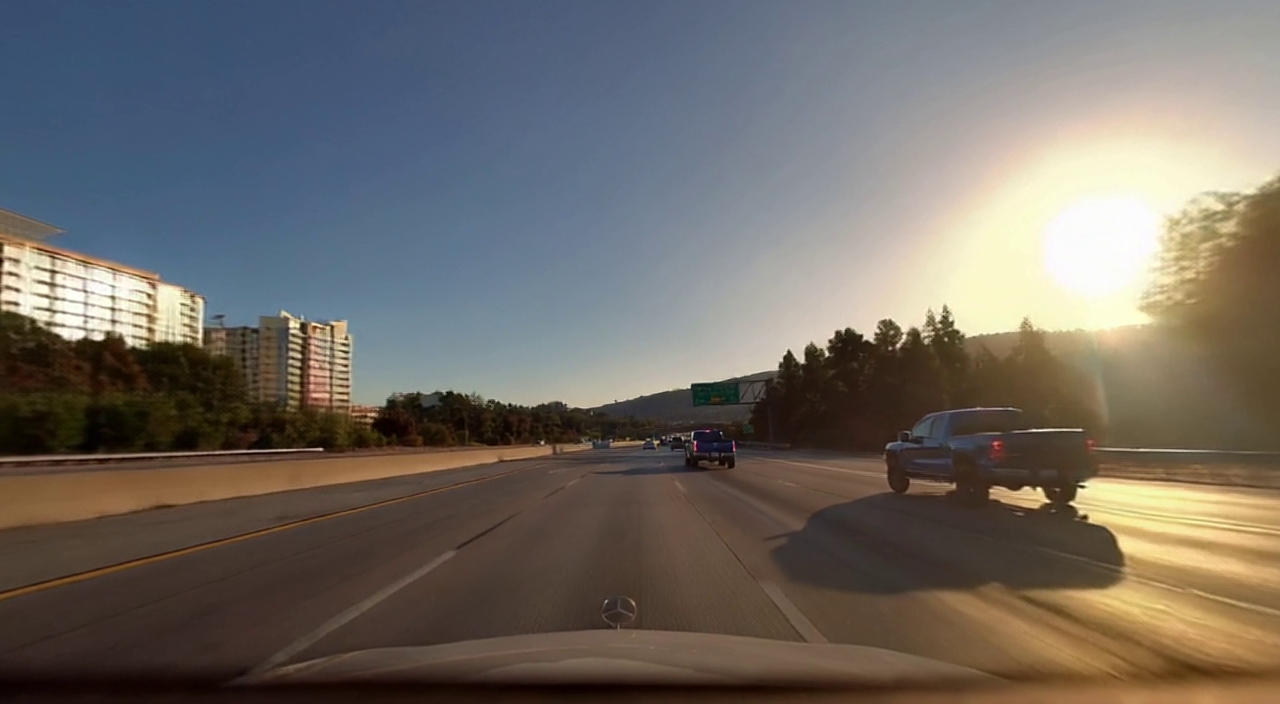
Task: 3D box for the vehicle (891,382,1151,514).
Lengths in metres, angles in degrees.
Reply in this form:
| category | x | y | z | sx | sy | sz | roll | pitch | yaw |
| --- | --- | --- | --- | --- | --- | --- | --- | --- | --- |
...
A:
| category | x | y | z | sx | sy | sz | roll | pitch | yaw |
| --- | --- | --- | --- | --- | --- | --- | --- | --- | --- |
| vehicle | 7.684 | 2.054 | 13.691 | 2.158 | 2.268 | 5.396 | 0 | -9 | -1 |

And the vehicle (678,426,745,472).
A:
| category | x | y | z | sx | sy | sz | roll | pitch | yaw |
| --- | --- | --- | --- | --- | --- | --- | --- | --- | --- |
| vehicle | 3.243 | 4.570 | 29.785 | 2.462 | 1.984 | 4.718 | 0 | -9 | -2 |
